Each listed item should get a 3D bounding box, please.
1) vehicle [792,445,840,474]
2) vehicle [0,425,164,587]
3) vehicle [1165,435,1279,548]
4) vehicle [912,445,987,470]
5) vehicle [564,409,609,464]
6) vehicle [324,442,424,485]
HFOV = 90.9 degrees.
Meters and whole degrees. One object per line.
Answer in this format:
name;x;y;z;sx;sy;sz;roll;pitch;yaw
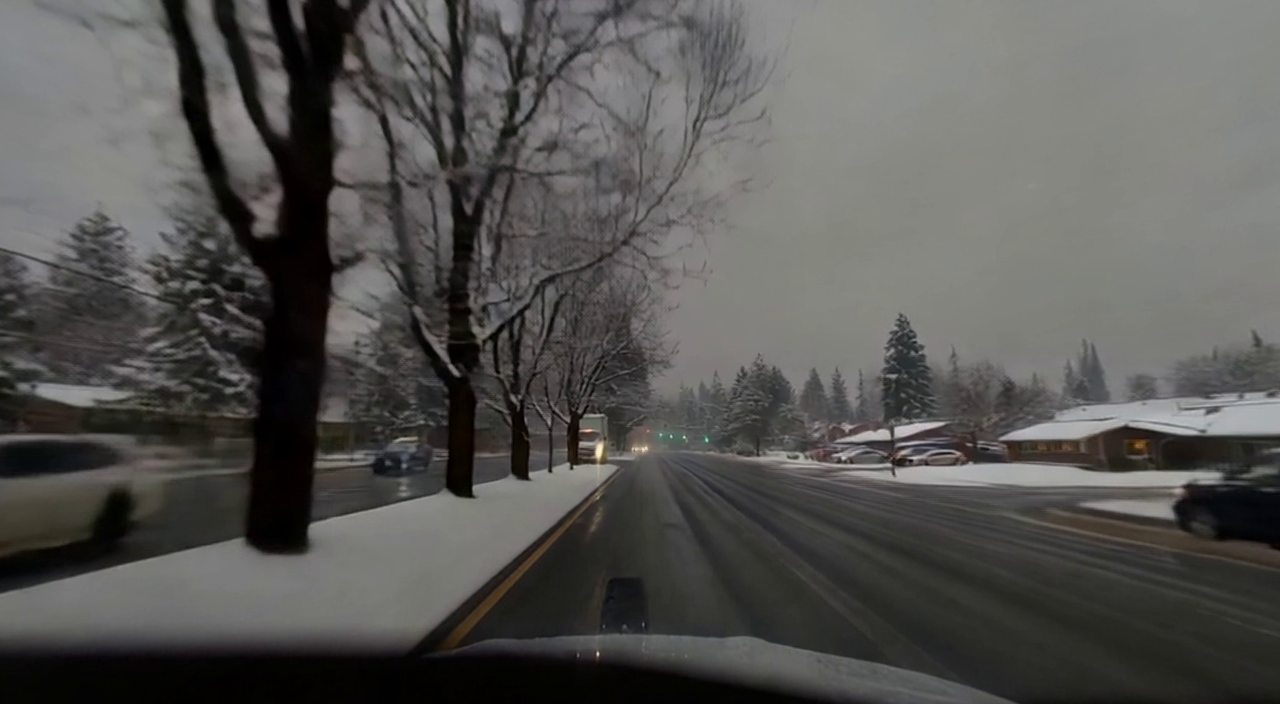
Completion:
vehicle;11.570;7.055;41.705;1.976;1.780;4.352;0;-8;1
vehicle;-7.434;1.570;6.463;1.934;1.619;3.991;0;-8;0
vehicle;11.681;2.359;10.294;2.178;1.858;4.726;4;-9;0
vehicle;22.854;7.811;46.733;4.570;1.521;2.029;2;-8;7
vehicle;-3.784;6.121;45.523;3.008;3.786;3.422;0;-9;-1
vehicle;-10.630;4.469;25.631;1.988;1.556;4.910;0;-8;-1
